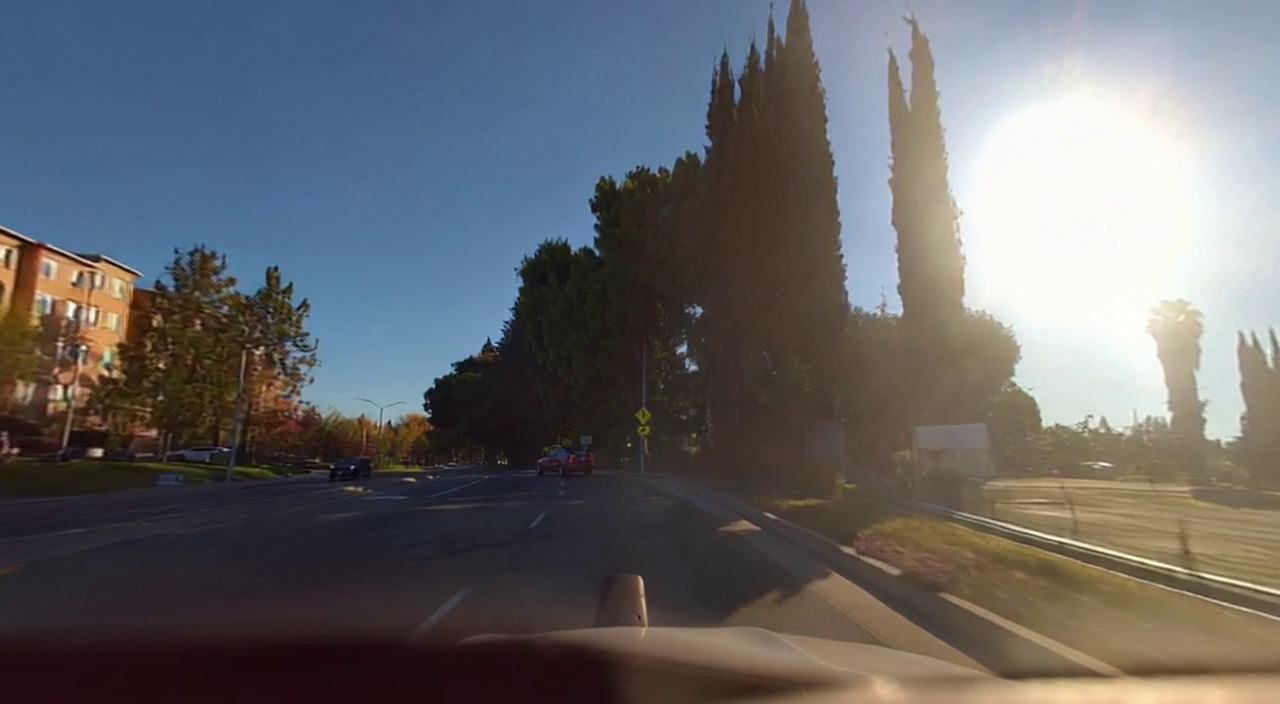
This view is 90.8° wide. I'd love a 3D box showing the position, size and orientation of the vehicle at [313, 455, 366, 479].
[{"bbox_3d":[-20.442,7.831,43.206,1.942,1.470,4.566,1,-9,-8],"label":"vehicle"}]
